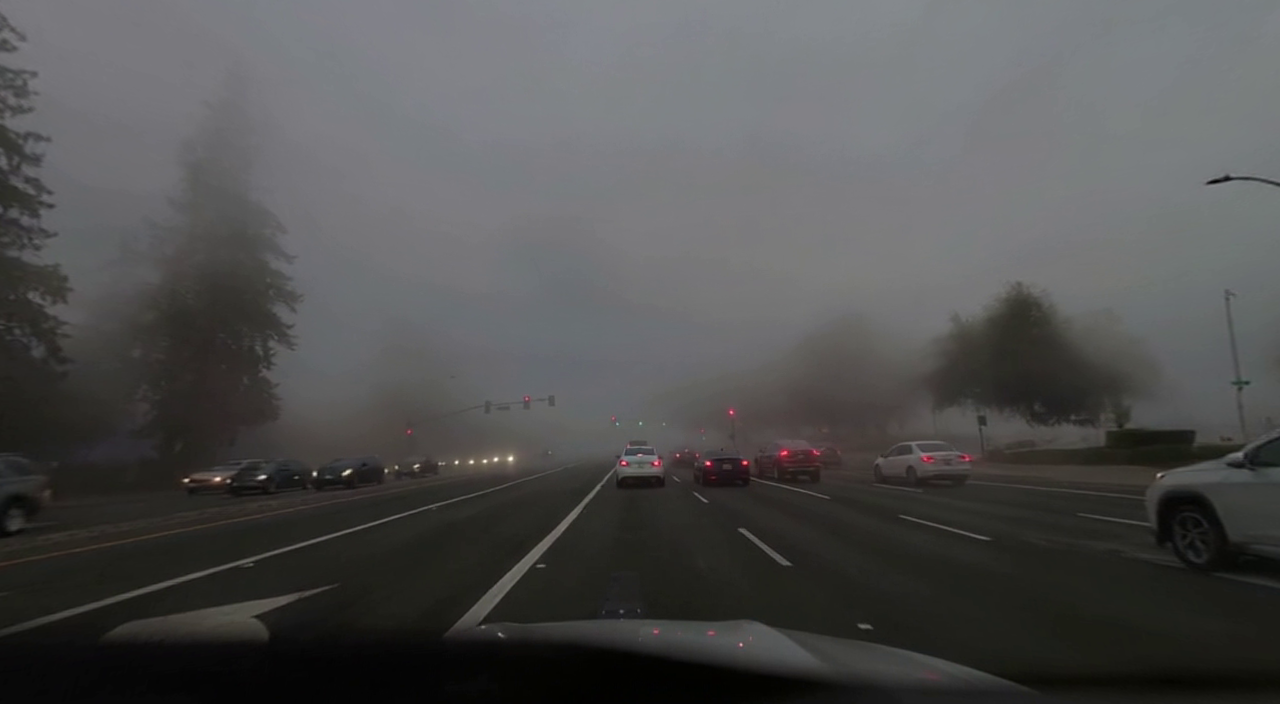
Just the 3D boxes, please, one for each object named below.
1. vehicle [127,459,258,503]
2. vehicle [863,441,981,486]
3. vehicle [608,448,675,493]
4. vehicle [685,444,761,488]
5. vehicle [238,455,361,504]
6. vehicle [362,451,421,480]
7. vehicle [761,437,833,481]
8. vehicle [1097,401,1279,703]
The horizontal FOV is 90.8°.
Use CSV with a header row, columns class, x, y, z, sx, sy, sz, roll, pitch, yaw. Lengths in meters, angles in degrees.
class,x,y,z,sx,sy,sz,roll,pitch,yaw
vehicle,-19.004,5.447,27.190,1.992,1.607,4.965,0,-9,-1
vehicle,10.194,4.060,23.382,1.890,1.488,5.113,0,-9,-2
vehicle,-0.009,3.866,21.008,1.990,1.347,4.067,0,-9,-1
vehicle,2.938,4.136,23.405,1.970,1.445,4.974,0,-9,-2
vehicle,-12.043,4.495,22.728,1.896,1.484,4.473,0,-9,0
vehicle,-15.783,7.205,40.368,1.935,1.736,4.531,0,-9,0
vehicle,6.484,4.471,26.533,1.931,1.685,4.054,0,-9,-1
vehicle,3.455,0.725,1.052,1.959,1.472,4.571,0,-9,0
